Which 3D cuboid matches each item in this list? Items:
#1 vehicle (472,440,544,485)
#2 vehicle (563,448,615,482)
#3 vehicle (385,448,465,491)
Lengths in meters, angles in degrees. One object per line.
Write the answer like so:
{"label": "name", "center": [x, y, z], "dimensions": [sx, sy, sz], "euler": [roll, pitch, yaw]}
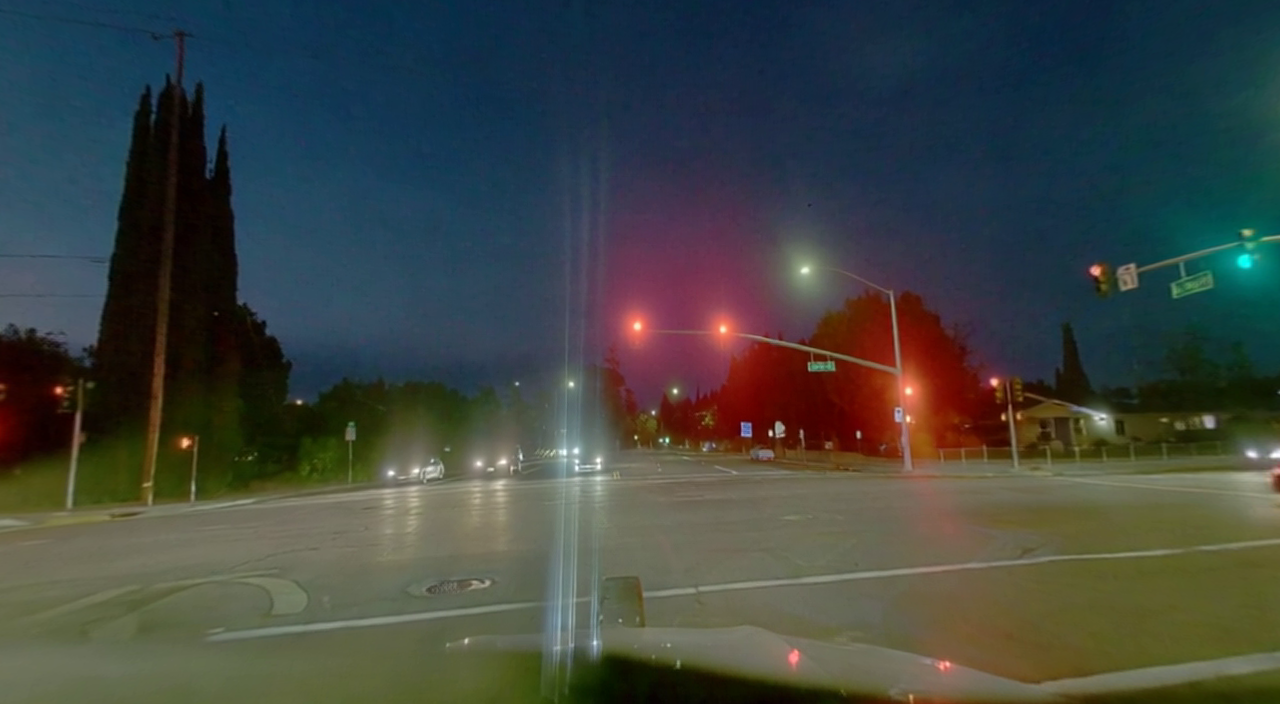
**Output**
{"label": "vehicle", "center": [-6.319, 5.350, 30.937], "dimensions": [2.479, 1.977, 5.254], "euler": [0, -9, -1]}
{"label": "vehicle", "center": [-2.329, 5.313, 30.065], "dimensions": [2.174, 1.477, 4.805], "euler": [0, -9, -1]}
{"label": "vehicle", "center": [-10.099, 5.528, 30.135], "dimensions": [2.241, 1.819, 4.690], "euler": [0, -9, -1]}
